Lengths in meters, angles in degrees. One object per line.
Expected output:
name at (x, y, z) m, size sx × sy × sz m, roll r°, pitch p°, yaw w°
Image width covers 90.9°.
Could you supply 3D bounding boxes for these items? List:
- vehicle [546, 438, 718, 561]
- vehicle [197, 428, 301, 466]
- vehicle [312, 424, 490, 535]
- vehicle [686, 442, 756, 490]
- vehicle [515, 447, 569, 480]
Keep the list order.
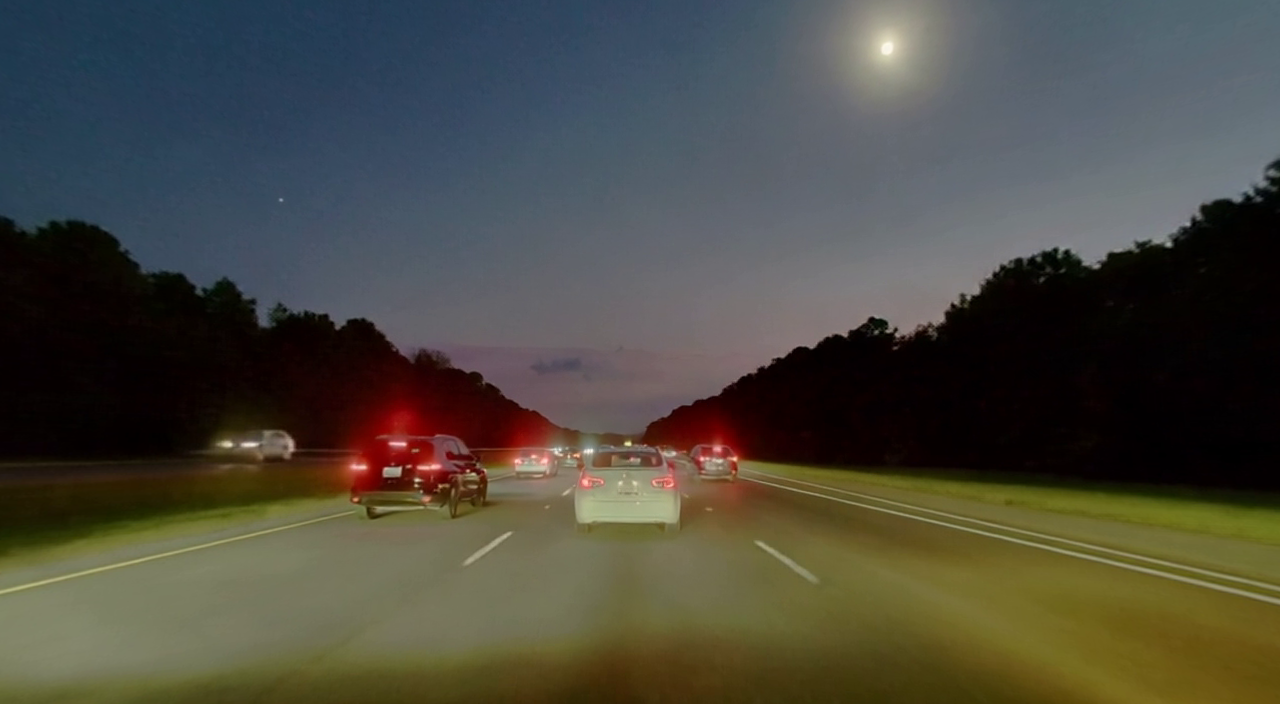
vehicle at (-0.162, 2.152, 9.939) m, size 2.120 × 1.478 × 4.179 m, roll 0°, pitch -9°, yaw -2°
vehicle at (-17.843, 4.392, 29.063) m, size 2.157 × 1.594 × 4.283 m, roll 0°, pitch -9°, yaw -2°
vehicle at (-4.207, 2.301, 11.908) m, size 1.830 × 1.703 × 4.142 m, roll 0°, pitch -9°, yaw -2°
vehicle at (3.039, 4.395, 24.622) m, size 1.996 × 1.688 × 4.207 m, roll 0°, pitch -9°, yaw -2°
vehicle at (-4.771, 5.481, 31.122) m, size 2.122 × 1.491 × 3.800 m, roll 0°, pitch -9°, yaw -1°
